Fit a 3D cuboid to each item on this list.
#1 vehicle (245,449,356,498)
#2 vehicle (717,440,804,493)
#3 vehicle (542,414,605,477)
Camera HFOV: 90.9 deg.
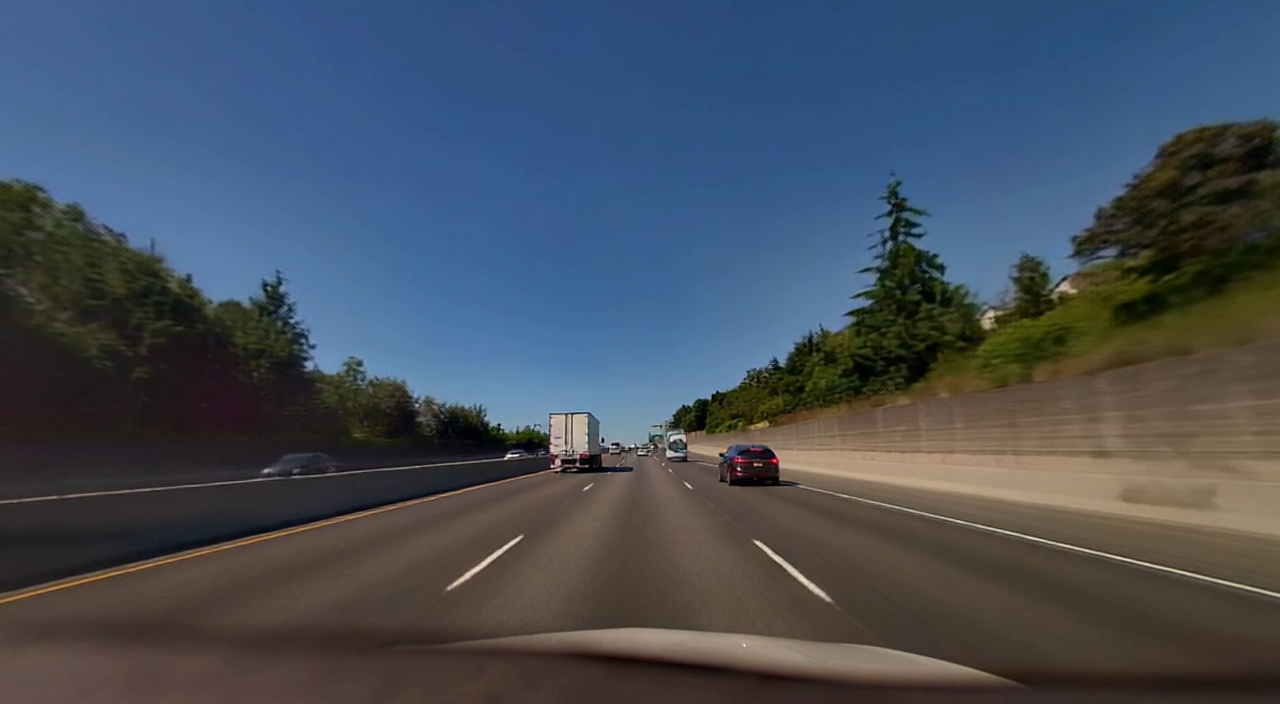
[{"bbox_3d":[-11.615,4.150,21.904,1.705,1.524,3.845,0,-9,0],"label":"vehicle"},{"bbox_3d":[3.829,3.708,20.713,1.983,1.545,4.038,0,-9,-1],"label":"vehicle"},{"bbox_3d":[-3.586,5.280,35.566,2.667,3.195,6.731,0,-9,1],"label":"vehicle"}]
